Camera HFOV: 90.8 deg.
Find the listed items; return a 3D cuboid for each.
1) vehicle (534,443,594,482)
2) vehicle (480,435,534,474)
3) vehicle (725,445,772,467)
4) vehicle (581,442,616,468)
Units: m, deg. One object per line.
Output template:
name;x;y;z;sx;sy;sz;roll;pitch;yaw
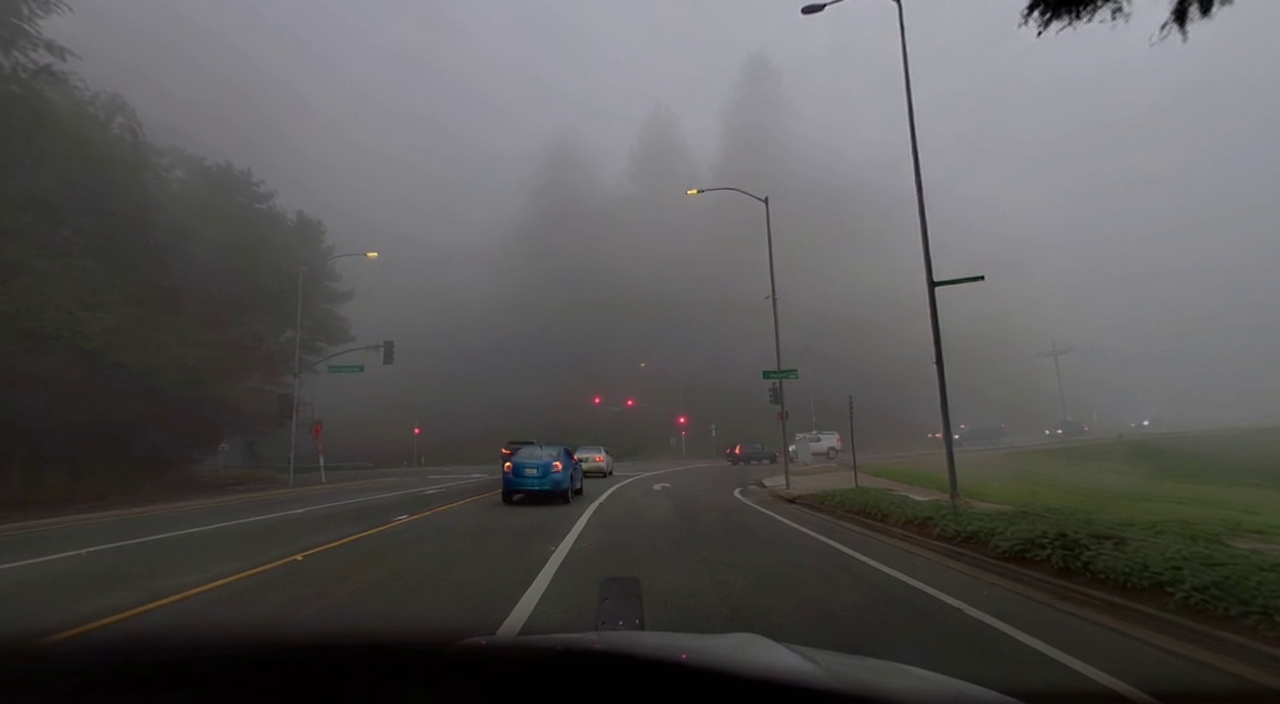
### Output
vehicle;-3.104;4.615;26.556;1.979;1.492;3.930;0;-9;1
vehicle;-7.774;5.885;36.480;2.390;2.020;5.085;3;-9;-19
vehicle;7.329;6.950;42.474;1.945;1.410;4.284;-4;-10;26
vehicle;-2.786;6.963;42.900;2.055;1.679;4.155;0;-9;1
